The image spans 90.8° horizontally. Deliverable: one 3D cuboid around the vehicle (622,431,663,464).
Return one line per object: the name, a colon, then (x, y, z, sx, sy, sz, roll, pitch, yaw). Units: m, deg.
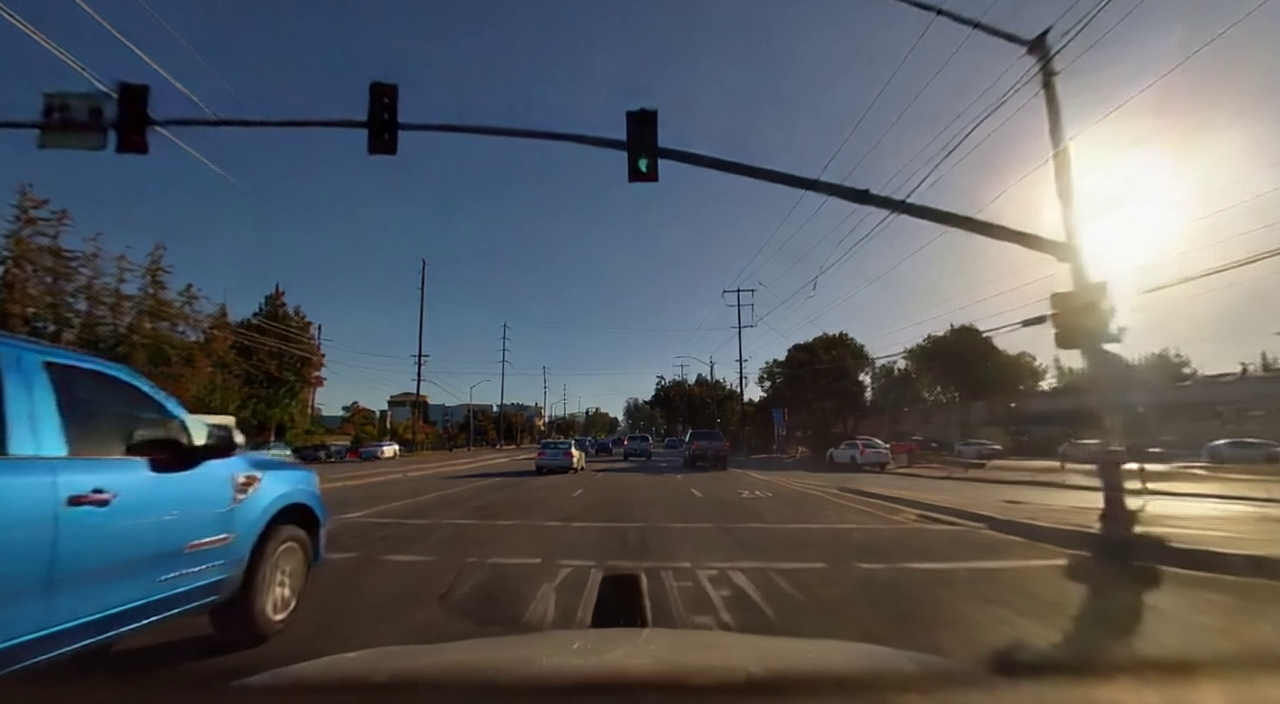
vehicle: (0.156, 6.585, 43.704, 2.643, 2.145, 5.585, 0, -8, 0)

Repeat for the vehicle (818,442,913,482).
vehicle: (9.805, 4.802, 27.911, 2.010, 1.633, 4.246, 2, -9, -11)

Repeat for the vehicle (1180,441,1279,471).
vehicle: (31.053, 5.283, 32.321, 1.868, 1.447, 4.690, 5, -10, -29)

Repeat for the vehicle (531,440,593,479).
vehicle: (-3.174, 4.455, 26.552, 1.939, 1.494, 4.499, 0, -8, 1)

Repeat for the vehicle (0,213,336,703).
vehicle: (-3.709, 0.497, 2.017, 2.402, 2.194, 6.051, 0, -8, 0)

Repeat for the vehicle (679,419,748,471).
vehicle: (4.004, 5.295, 36.080, 2.905, 2.636, 6.895, -1, -8, -2)

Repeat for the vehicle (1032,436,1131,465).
vehicle: (27.451, 6.139, 39.430, 2.012, 1.701, 4.524, 5, -10, -32)
